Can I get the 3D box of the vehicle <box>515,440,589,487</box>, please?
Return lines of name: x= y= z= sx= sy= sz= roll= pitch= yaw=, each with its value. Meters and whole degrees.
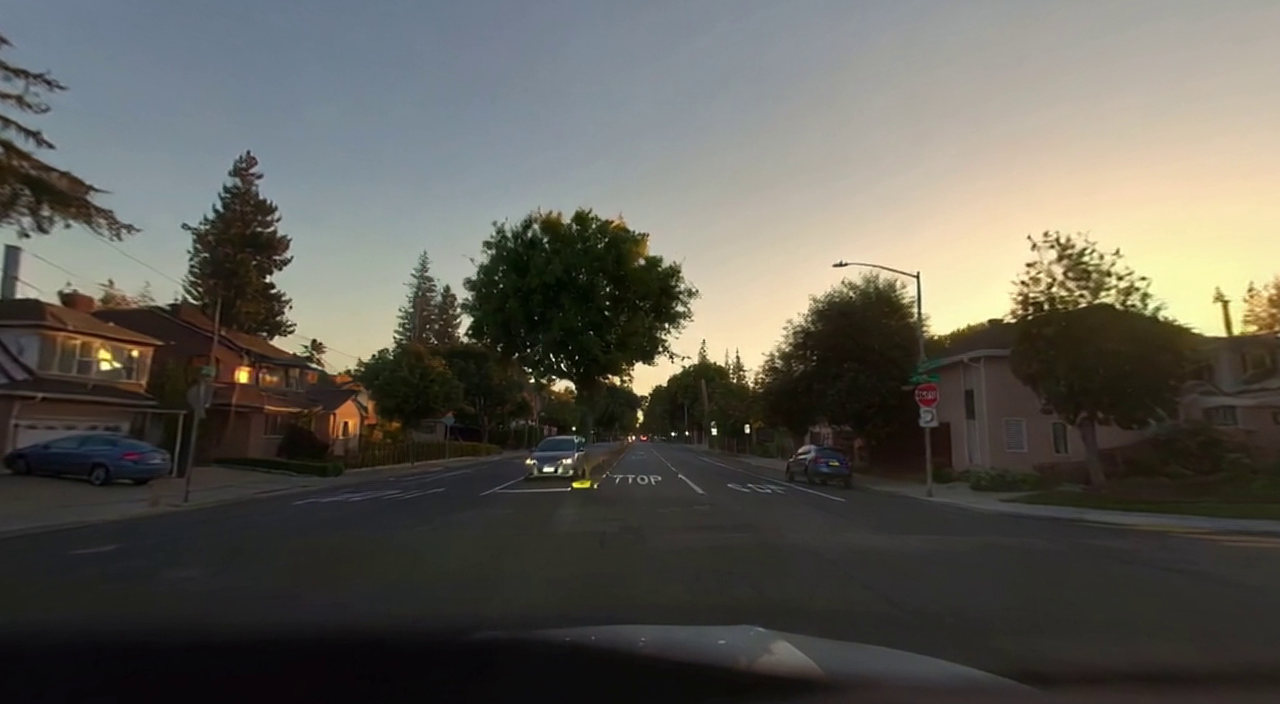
vehicle: x=-2.967 y=3.858 z=22.140 sx=2.014 sy=1.499 sz=3.999 roll=0 pitch=-9 yaw=0

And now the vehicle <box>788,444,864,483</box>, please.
vehicle: x=8.055 y=4.857 z=27.822 sx=2.029 sy=1.554 sz=4.705 roll=0 pitch=-9 yaw=2

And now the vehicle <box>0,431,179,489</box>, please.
vehicle: x=-17.901 y=3.420 z=20.168 sx=4.743 sy=1.734 sz=1.994 roll=0 pitch=-9 yaw=-1
